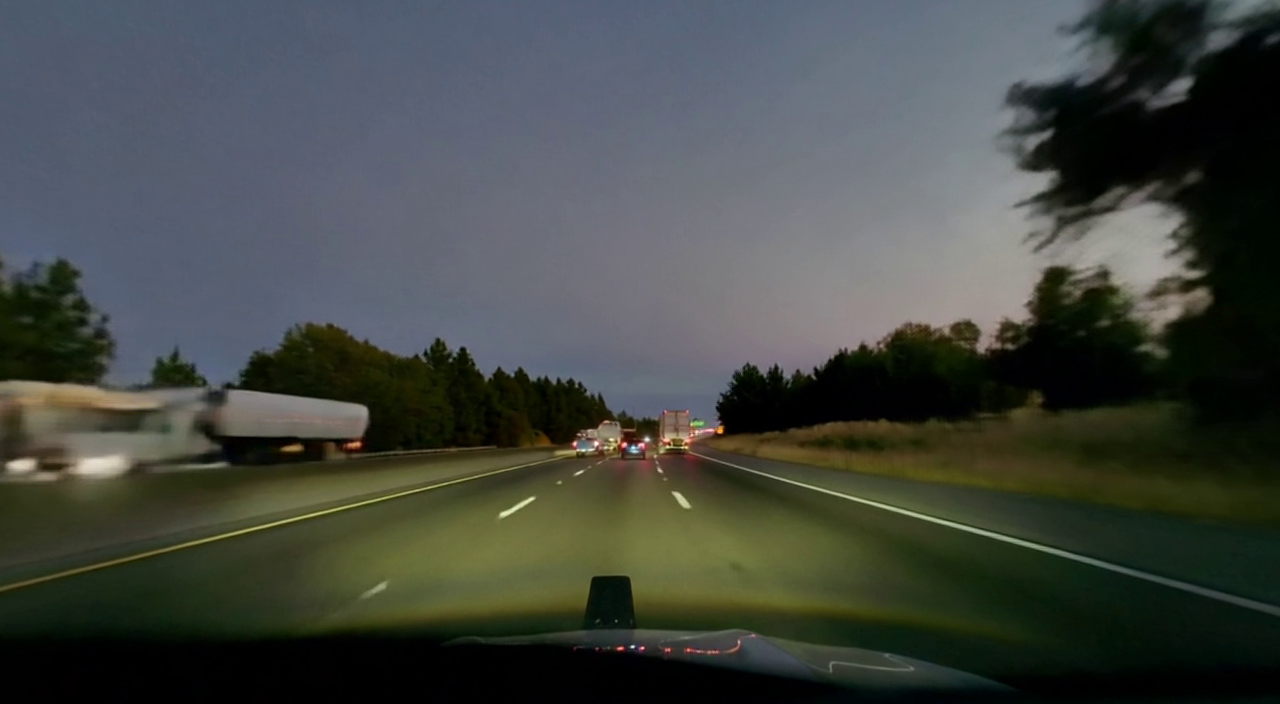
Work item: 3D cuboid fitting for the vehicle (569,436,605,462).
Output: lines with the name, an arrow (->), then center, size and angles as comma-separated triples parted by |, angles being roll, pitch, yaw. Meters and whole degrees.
vehicle -> -3.700, 6.866, 44.680 | 2.047, 1.757, 4.183 | -1, -8, 1

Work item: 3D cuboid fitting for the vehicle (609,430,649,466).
vehicle -> -0.620, 5.580, 36.737 | 2.211, 1.933, 4.315 | -1, -8, -1

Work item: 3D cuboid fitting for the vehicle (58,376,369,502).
vehicle -> -16.281, 3.710, 26.732 | 3.029, 3.854, 14.437 | -1, -8, 1
